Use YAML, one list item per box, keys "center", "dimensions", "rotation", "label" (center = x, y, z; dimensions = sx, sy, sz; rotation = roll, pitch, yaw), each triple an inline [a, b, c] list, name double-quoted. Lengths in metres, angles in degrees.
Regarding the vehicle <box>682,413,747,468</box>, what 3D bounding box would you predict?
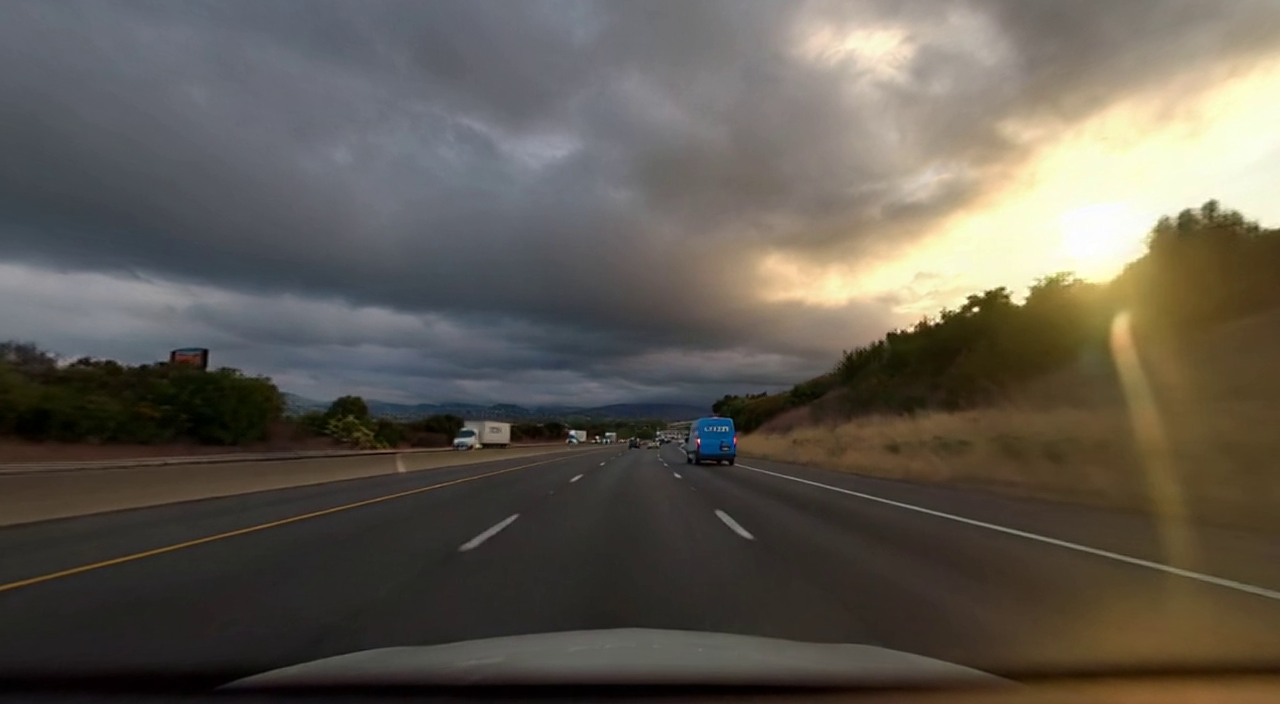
- center: [3.718, 4.590, 32.712]
  dimensions: [2.485, 2.562, 5.535]
  rotation: [0, -8, -2]
  label: "vehicle"
